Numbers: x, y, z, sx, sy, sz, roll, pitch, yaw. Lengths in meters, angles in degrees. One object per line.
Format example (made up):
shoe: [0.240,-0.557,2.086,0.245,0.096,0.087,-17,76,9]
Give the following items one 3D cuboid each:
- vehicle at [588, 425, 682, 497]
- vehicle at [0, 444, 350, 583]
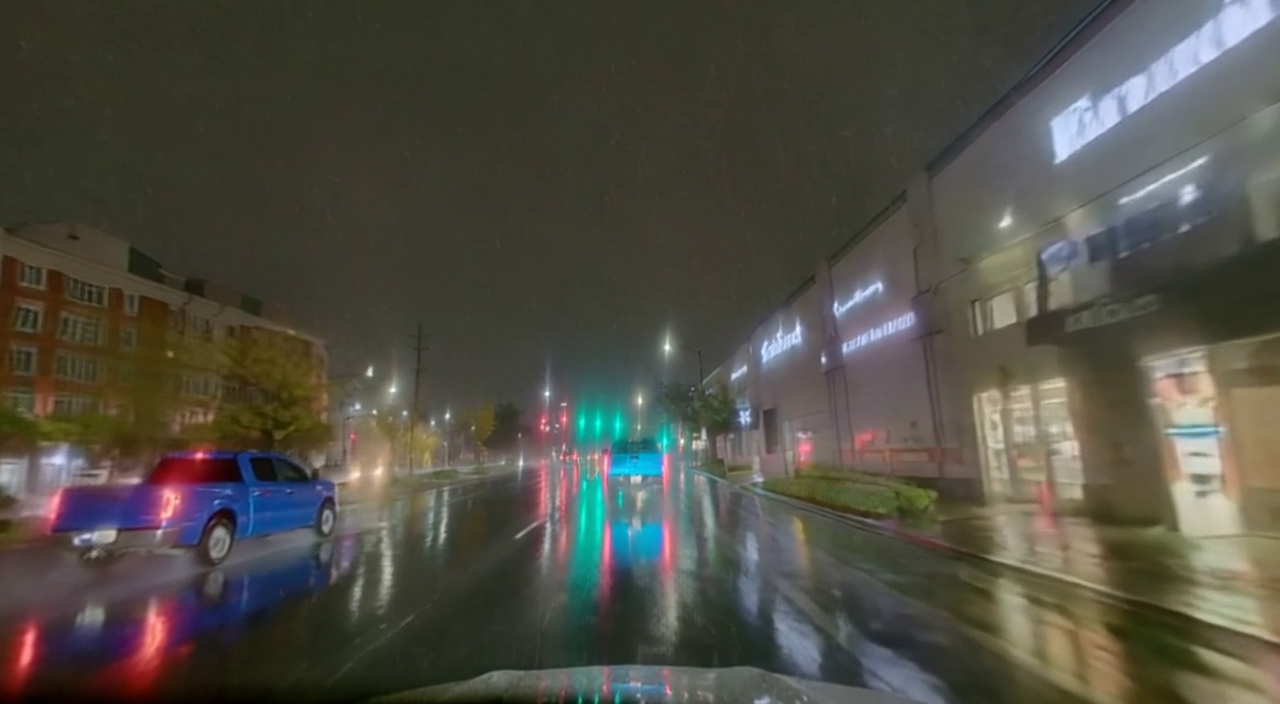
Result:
vehicle: [-0.216,3.464,20.483,2.590,1.932,5.776,-1,-9,-1]
vehicle: [-6.140,2.053,8.973,1.888,1.424,4.553,-1,-9,0]
